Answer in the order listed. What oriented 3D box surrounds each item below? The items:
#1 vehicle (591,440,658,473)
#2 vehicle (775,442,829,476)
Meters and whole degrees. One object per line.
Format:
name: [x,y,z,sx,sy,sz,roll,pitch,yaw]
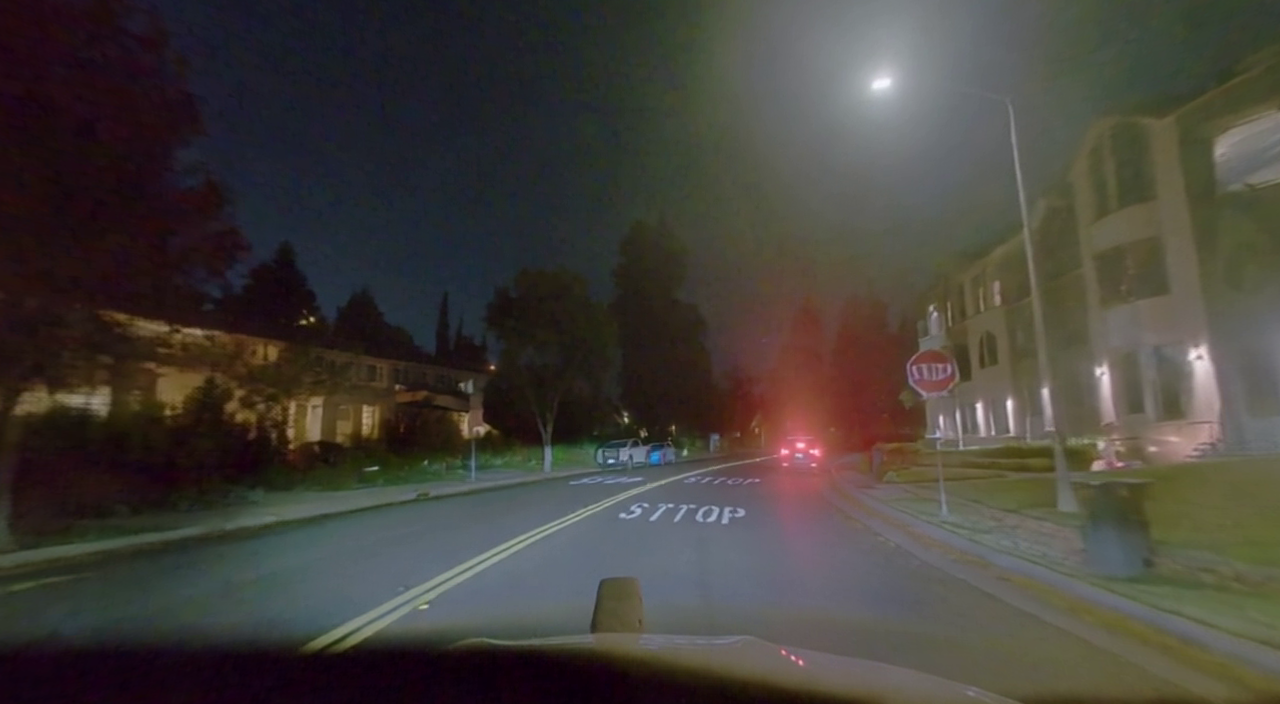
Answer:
vehicle: [-0.767,5.788,35.283,2.030,1.696,4.828,-4,-9,21]
vehicle: [7.872,5.086,30.305,2.045,1.478,4.914,-3,-9,19]
